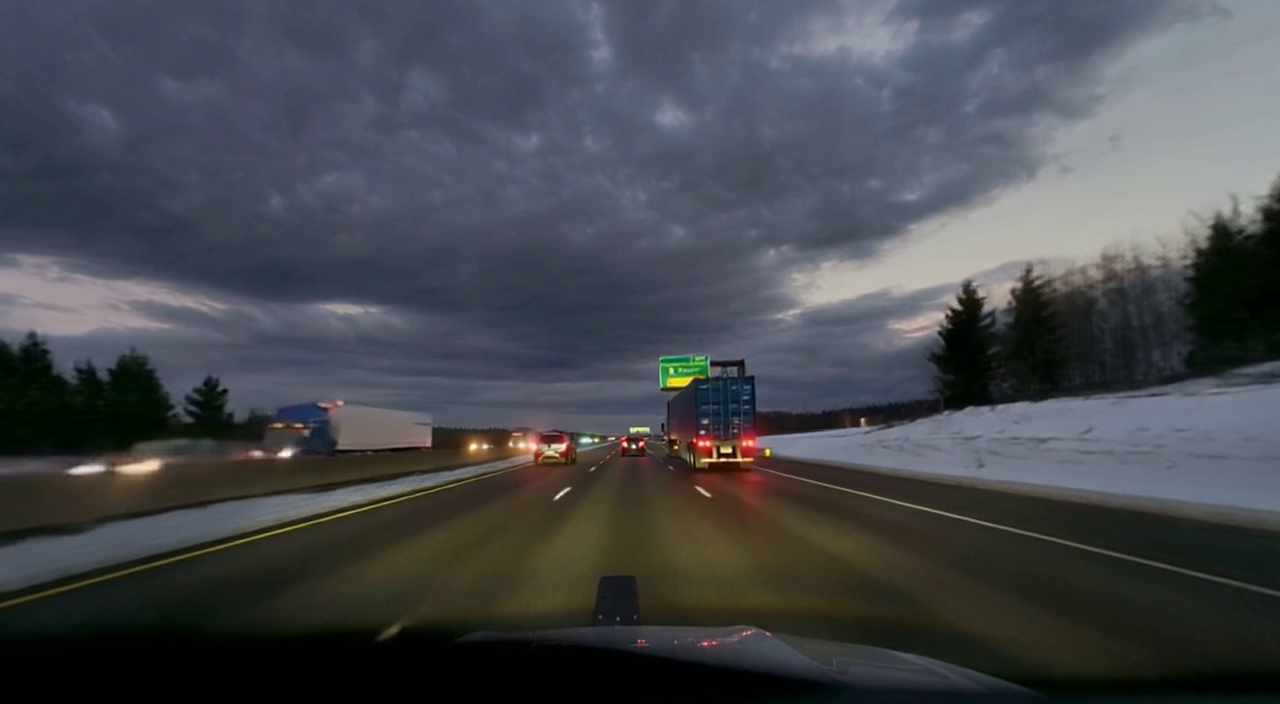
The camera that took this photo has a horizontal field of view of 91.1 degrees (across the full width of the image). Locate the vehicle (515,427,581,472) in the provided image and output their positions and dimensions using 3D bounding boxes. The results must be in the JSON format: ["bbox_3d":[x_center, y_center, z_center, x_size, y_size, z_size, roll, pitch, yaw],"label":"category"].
[{"bbox_3d":[-3.608,3.911,25.484,2.054,1.671,4.445,0,-8,0],"label":"vehicle"}]

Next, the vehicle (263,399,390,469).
[{"bbox_3d":[-20.080,5.405,41.381,3.018,3.996,10.573,0,-8,-1],"label":"vehicle"}]

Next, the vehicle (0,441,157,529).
[{"bbox_3d":[-12.051,2.531,12.459,1.871,1.495,3.907,0,-8,-1],"label":"vehicle"}]

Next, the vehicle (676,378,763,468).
[{"bbox_3d":[3.606,3.557,30.833,2.883,3.836,7.894,0,-8,-2],"label":"vehicle"}]

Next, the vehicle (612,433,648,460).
[{"bbox_3d":[-0.612,5.770,38.644,2.088,1.567,4.240,0,-8,-1],"label":"vehicle"}]
